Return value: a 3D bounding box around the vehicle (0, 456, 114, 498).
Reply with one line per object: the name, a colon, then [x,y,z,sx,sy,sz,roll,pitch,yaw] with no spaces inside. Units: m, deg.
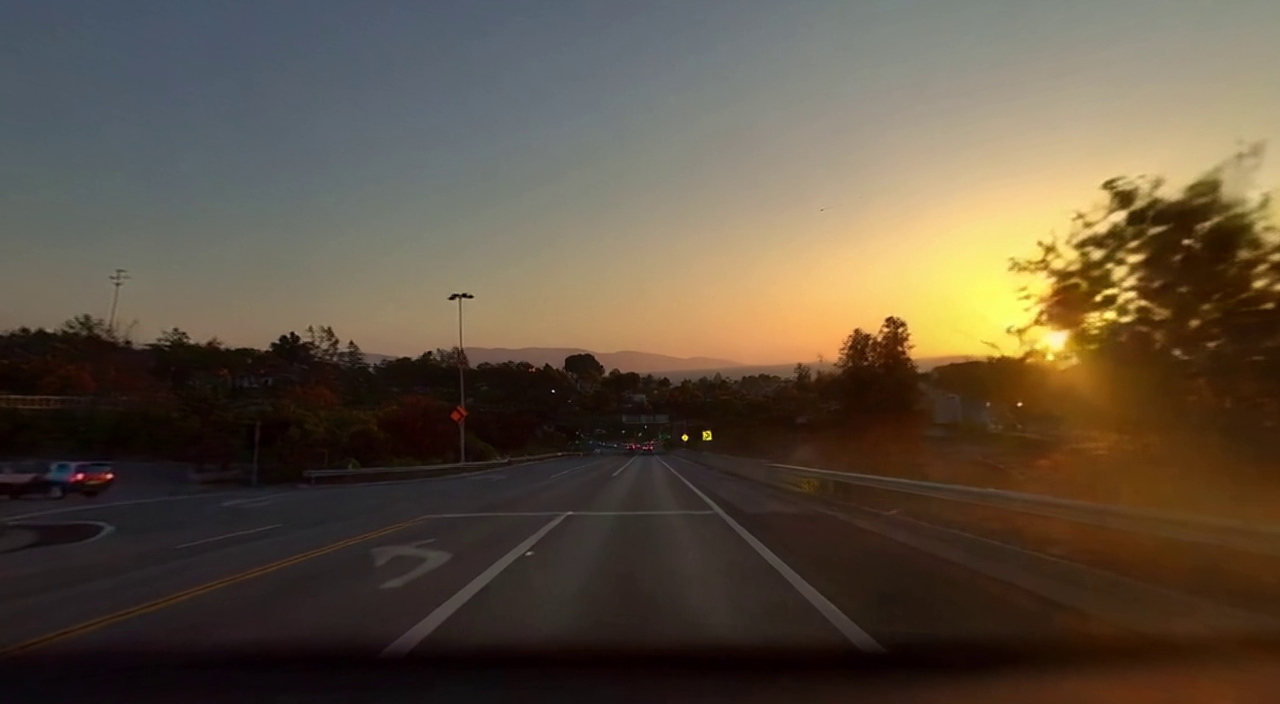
vehicle: [-25.761,5.357,27.152,4.495,1.641,1.966,-1,-9,4]
